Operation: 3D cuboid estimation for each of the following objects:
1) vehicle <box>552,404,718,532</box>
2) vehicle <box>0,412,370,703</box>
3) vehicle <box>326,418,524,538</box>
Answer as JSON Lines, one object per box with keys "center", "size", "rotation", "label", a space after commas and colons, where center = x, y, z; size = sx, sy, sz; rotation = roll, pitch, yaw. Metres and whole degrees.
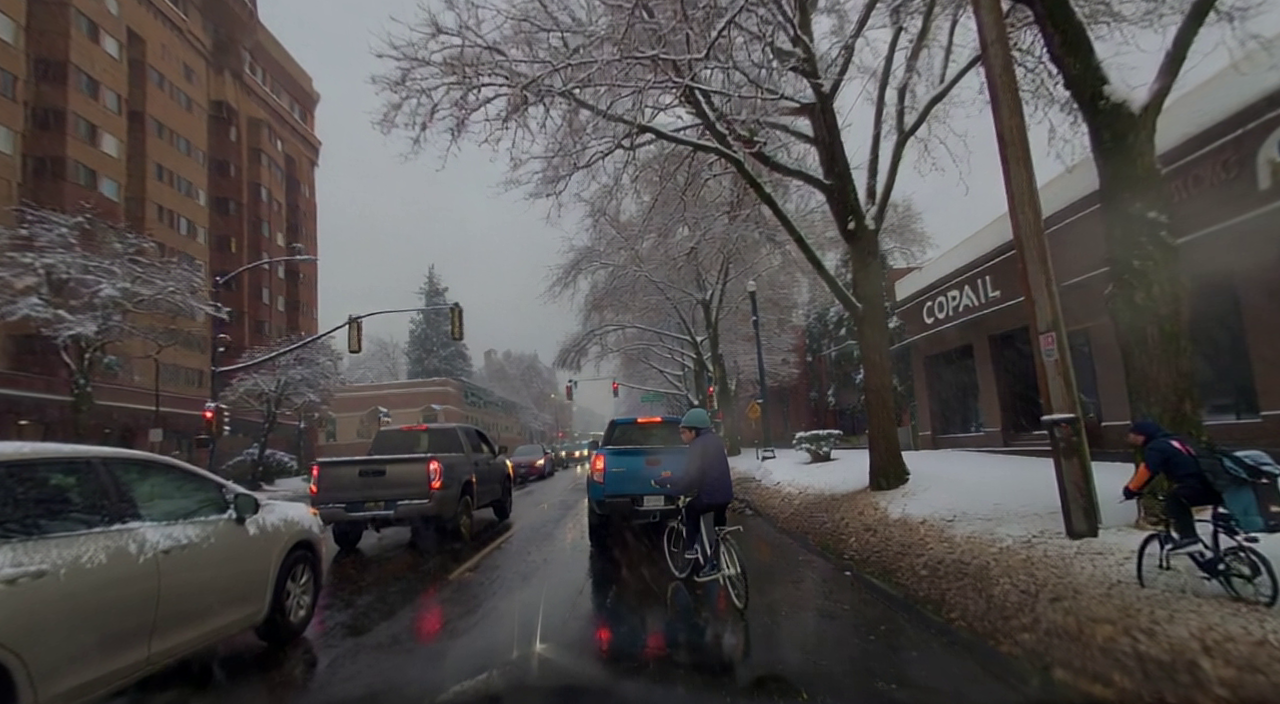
{"center": [-0.110, 2.092, 11.896], "size": [2.426, 1.882, 5.027], "rotation": [0, -9, -1], "label": "vehicle"}
{"center": [-3.554, 1.173, 3.694], "size": [2.064, 1.486, 4.140], "rotation": [0, -9, 1], "label": "vehicle"}
{"center": [-3.597, 2.204, 11.630], "size": [2.046, 1.750, 4.452], "rotation": [0, -9, 0], "label": "vehicle"}
